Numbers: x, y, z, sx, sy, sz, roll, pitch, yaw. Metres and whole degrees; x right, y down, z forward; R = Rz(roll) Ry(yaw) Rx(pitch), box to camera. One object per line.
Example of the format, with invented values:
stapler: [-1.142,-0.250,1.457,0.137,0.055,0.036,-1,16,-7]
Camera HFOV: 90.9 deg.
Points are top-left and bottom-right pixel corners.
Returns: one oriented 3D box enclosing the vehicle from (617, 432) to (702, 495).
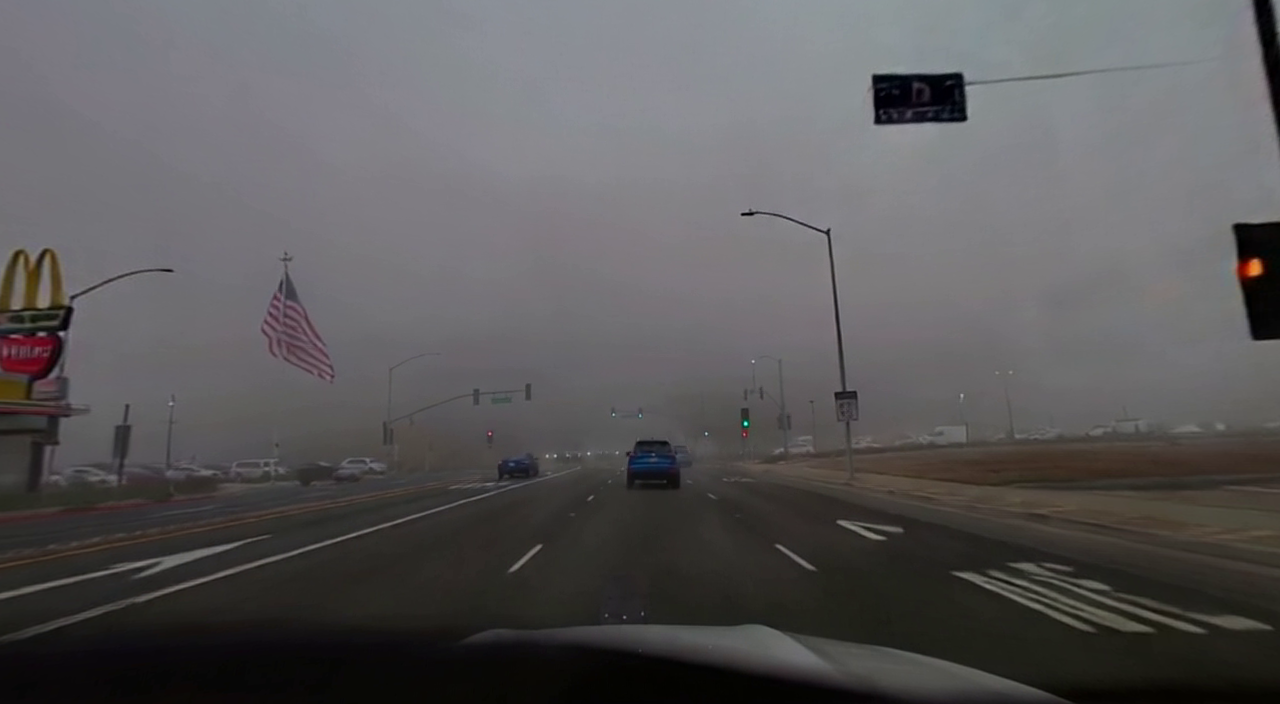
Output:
vehicle: [0.568,3.719,21.455,2.513,1.854,5.235,0,-9,0]

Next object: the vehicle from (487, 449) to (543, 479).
vehicle: [-6.491,5.855,33.243,1.966,1.461,4.422,0,-9,1]

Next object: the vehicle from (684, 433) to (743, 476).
vehicle: [3.916,5.626,34.715,2.452,2.148,5.877,0,-9,-1]

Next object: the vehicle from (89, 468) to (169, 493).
vehicle: [-34.397,8.628,42.447,4.542,1.475,1.903,-3,-9,18]
